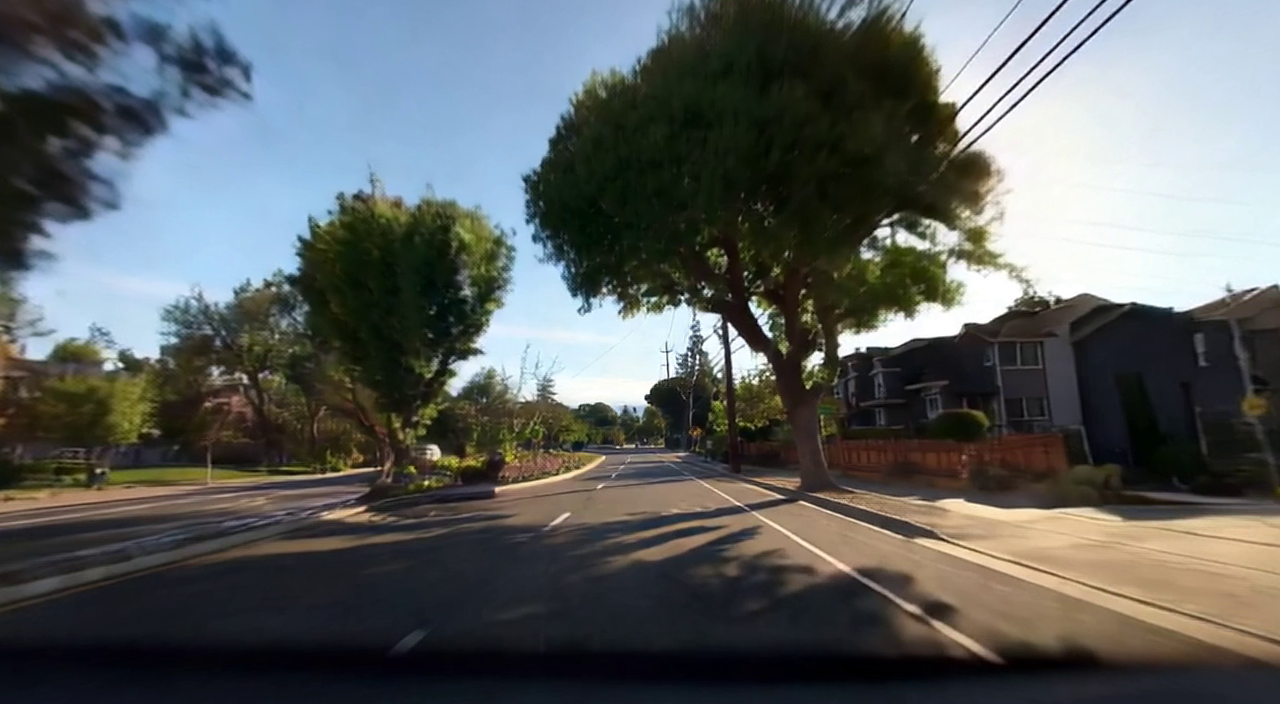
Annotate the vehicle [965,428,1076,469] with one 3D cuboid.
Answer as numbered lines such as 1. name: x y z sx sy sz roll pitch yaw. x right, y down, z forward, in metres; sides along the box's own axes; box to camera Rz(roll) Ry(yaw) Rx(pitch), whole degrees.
1. vehicle: 18.543 4.689 30.822 4.229 1.911 2.134 2 -8 -13
